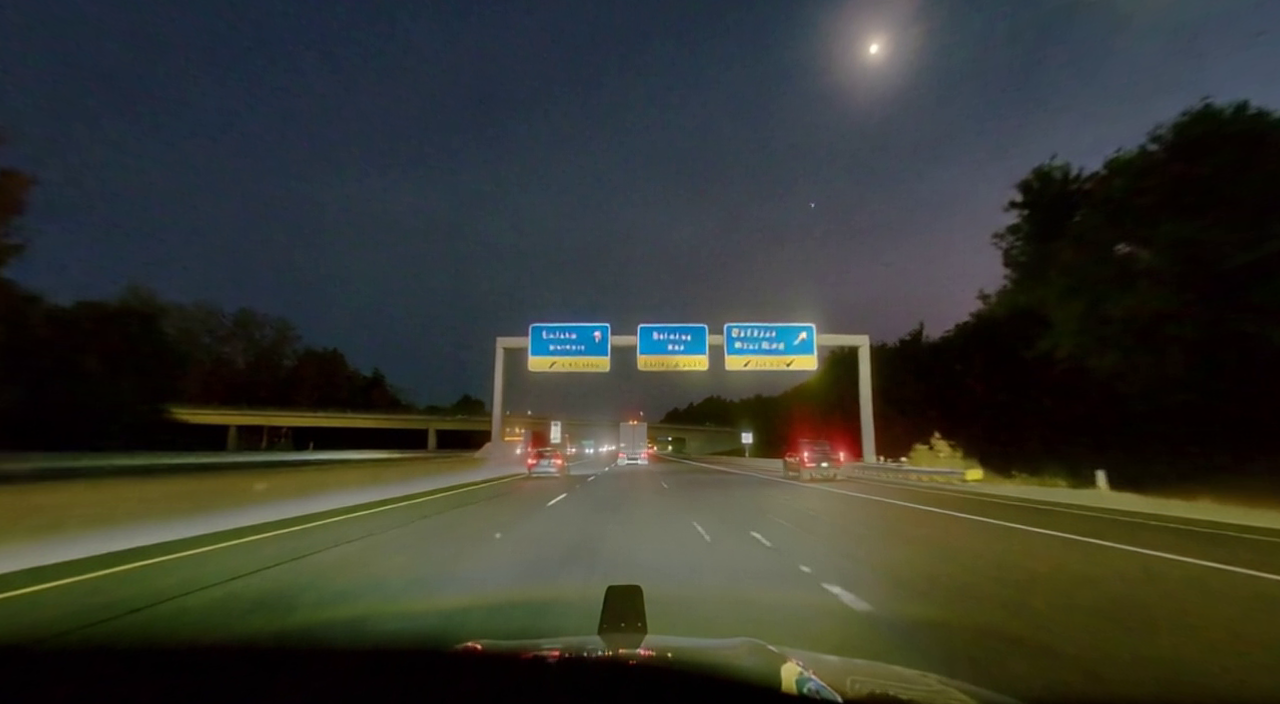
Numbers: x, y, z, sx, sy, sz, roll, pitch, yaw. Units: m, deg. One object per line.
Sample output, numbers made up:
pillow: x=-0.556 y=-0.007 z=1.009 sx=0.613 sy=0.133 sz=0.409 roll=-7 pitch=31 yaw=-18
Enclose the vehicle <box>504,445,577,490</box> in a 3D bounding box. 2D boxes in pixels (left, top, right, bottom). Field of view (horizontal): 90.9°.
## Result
vehicle: x=-3.651 y=4.339 z=24.024 sx=2.042 sy=1.526 sz=4.516 roll=0 pitch=-9 yaw=0
